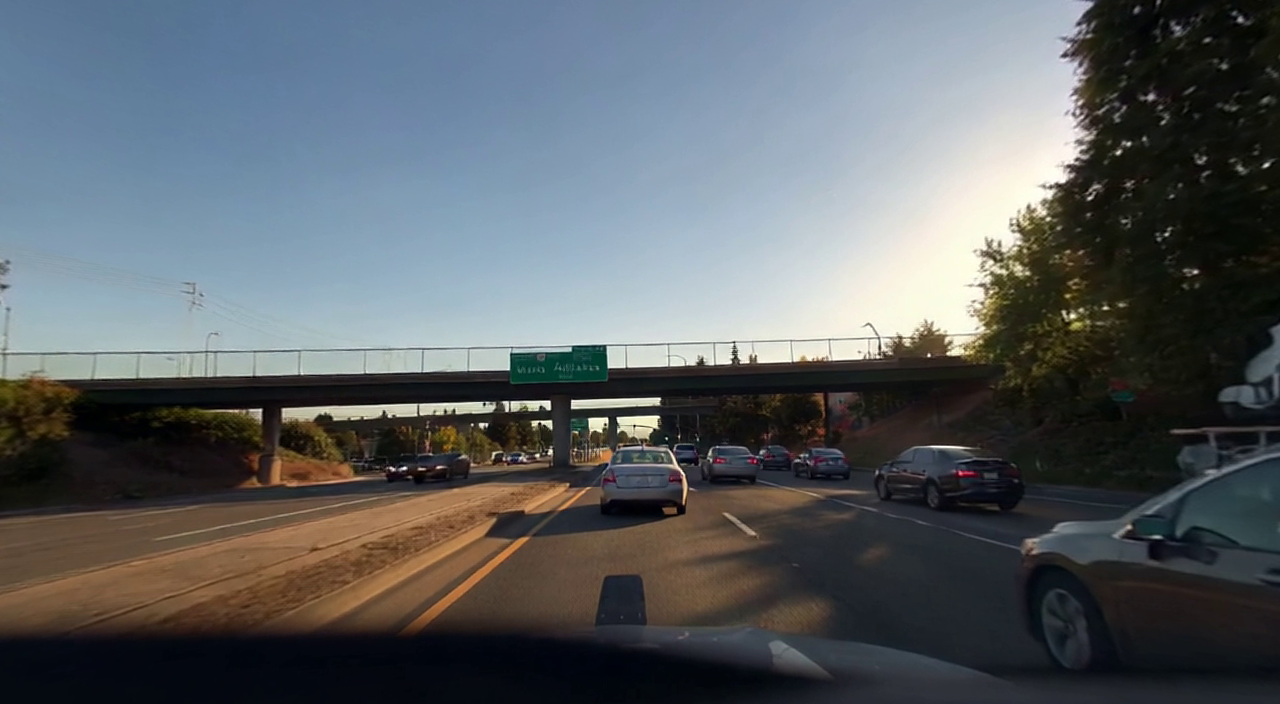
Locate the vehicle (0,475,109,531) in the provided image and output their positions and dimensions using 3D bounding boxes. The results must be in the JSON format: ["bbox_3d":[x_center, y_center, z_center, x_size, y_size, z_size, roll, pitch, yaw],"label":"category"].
[{"bbox_3d":[-19.177,4.604,19.400,1.816,1.415,4.605,0,-9,-1],"label":"vehicle"}]

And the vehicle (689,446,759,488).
[{"bbox_3d":[3.115,4.349,24.253,1.962,1.431,4.205,0,-9,-2],"label":"vehicle"}]

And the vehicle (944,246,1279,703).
[{"bbox_3d":[3.494,0.569,1.416,2.719,2.033,5.876,0,-9,0],"label":"vehicle"}]

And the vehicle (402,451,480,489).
[{"bbox_3d":[-8.813,5.243,28.471,2.010,1.524,4.705,0,-9,0],"label":"vehicle"}]

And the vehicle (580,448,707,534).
[{"bbox_3d":[0.037,2.519,12.017,2.027,1.341,3.775,0,-9,-1],"label":"vehicle"}]

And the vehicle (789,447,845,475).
[{"bbox_3d":[9.799,6.056,35.264,1.839,1.453,3.992,0,-9,-1],"label":"vehicle"}]
